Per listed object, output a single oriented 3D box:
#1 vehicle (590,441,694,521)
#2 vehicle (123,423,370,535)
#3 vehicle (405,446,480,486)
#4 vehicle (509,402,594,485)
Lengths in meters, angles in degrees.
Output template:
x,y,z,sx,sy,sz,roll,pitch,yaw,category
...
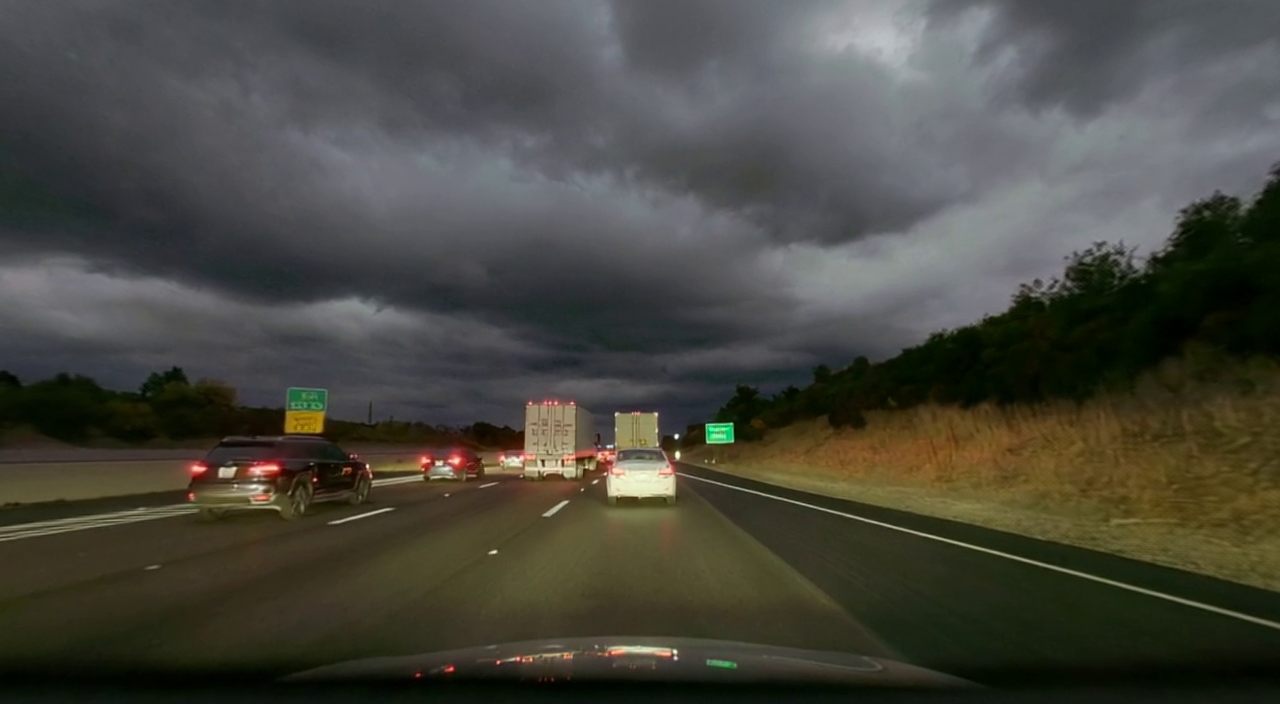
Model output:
x,y,z,sx,sy,sz,roll,pitch,yaw,category
0.013,2.741,13.835,1.995,1.495,3.380,0,-9,-1,vehicle
-7.195,2.355,12.244,1.952,1.746,4.332,0,-9,0,vehicle
-8.118,4.695,26.320,1.880,1.512,3.758,-1,-9,1,vehicle
-3.851,4.274,29.363,2.812,3.342,7.248,-1,-9,1,vehicle
